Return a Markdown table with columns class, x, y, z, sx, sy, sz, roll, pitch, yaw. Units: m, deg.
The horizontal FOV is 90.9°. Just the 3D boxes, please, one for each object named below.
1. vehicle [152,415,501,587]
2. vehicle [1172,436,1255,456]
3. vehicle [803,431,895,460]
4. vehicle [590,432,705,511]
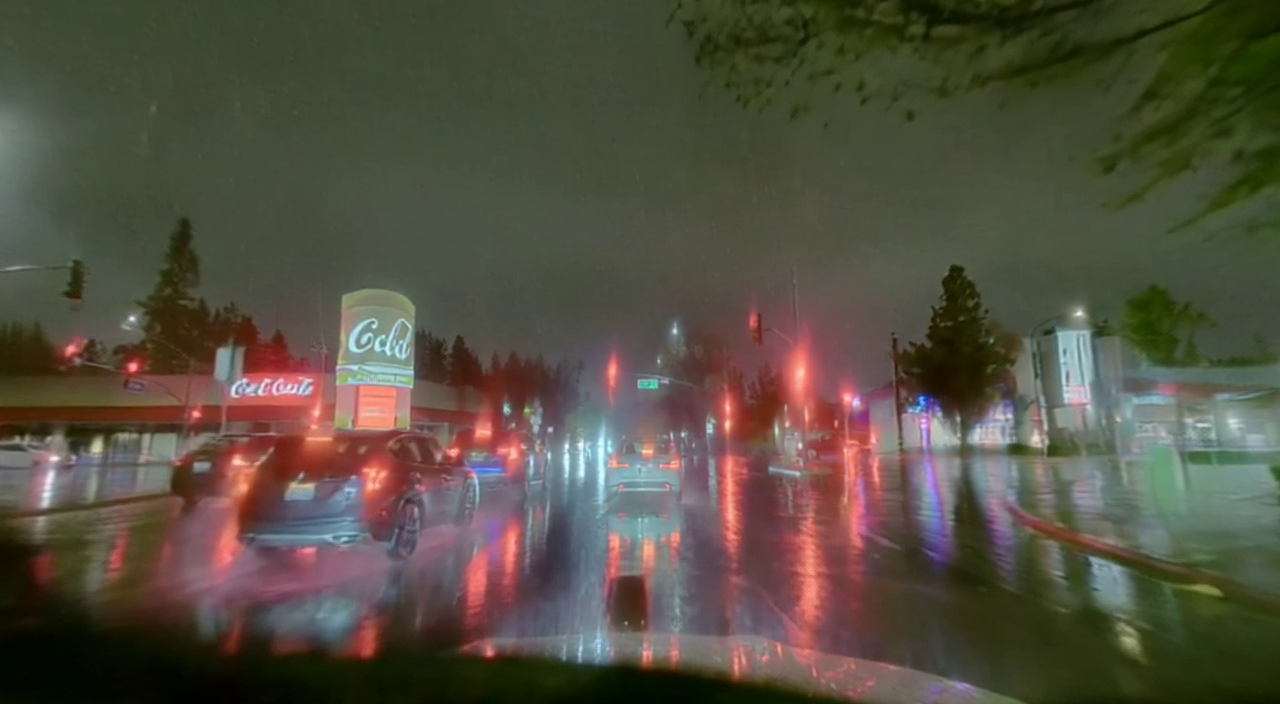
| class | x | y | z | sx | sy | sz | roll | pitch | yaw |
| --- | --- | --- | --- | --- | --- | --- | --- | --- | --- |
| vehicle | -3.290 | 1.653 | 7.870 | 2.029 | 1.517 | 4.375 | 0 | -8 | 1 |
| vehicle | 43.691 | 7.150 | 48.039 | 4.582 | 1.442 | 1.860 | 0 | -8 | -3 |
| vehicle | 13.078 | 5.866 | 39.617 | 5.032 | 1.762 | 1.982 | 0 | -8 | 0 |
| vehicle | 0.236 | 2.633 | 14.408 | 2.258 | 1.507 | 3.896 | -1 | -8 | 3 |
